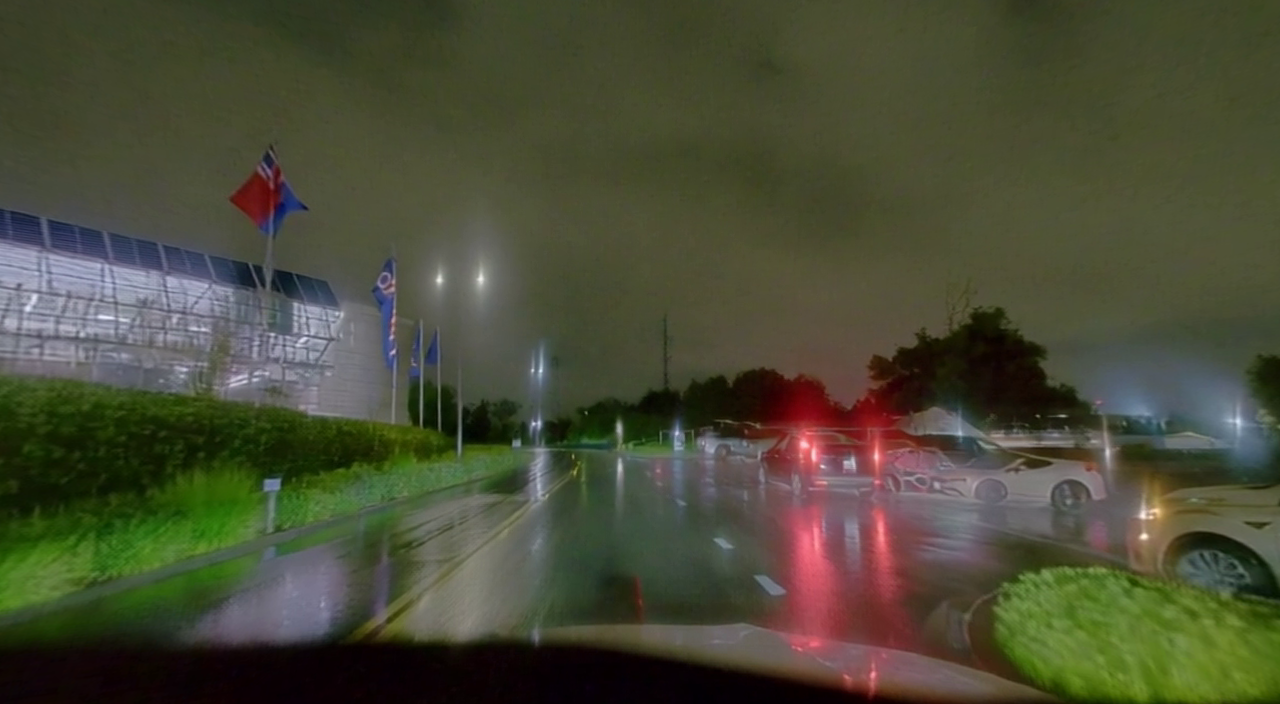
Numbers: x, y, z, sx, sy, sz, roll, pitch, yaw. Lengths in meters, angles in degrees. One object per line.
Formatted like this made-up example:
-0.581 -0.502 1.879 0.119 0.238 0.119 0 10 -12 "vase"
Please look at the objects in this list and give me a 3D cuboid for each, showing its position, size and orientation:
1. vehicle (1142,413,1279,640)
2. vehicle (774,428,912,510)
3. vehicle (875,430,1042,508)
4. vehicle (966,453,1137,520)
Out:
7.064 1.385 4.697 2.113 1.945 4.546 3 -10 -23 "vehicle"
5.161 3.019 16.696 1.977 1.860 4.237 0 -9 -4 "vehicle"
7.961 2.969 16.366 1.924 1.713 4.627 0 -9 0 "vehicle"
10.480 3.402 16.432 1.819 1.494 3.834 0 -9 0 "vehicle"
